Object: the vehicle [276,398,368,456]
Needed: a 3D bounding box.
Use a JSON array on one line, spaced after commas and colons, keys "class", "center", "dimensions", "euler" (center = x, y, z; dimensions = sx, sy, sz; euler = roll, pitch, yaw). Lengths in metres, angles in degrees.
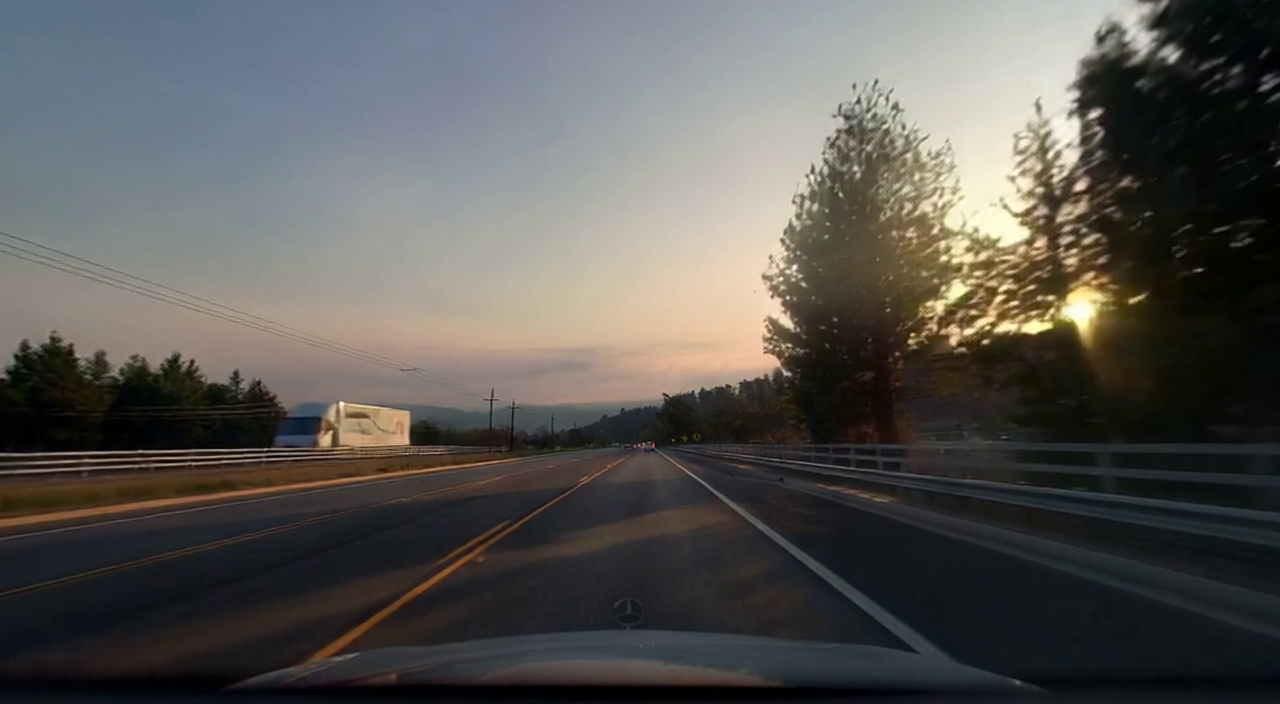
[{"class": "vehicle", "center": [-22.360, 5.381, 44.724], "dimensions": [3.237, 3.806, 6.063], "euler": [1, -8, 0]}]
